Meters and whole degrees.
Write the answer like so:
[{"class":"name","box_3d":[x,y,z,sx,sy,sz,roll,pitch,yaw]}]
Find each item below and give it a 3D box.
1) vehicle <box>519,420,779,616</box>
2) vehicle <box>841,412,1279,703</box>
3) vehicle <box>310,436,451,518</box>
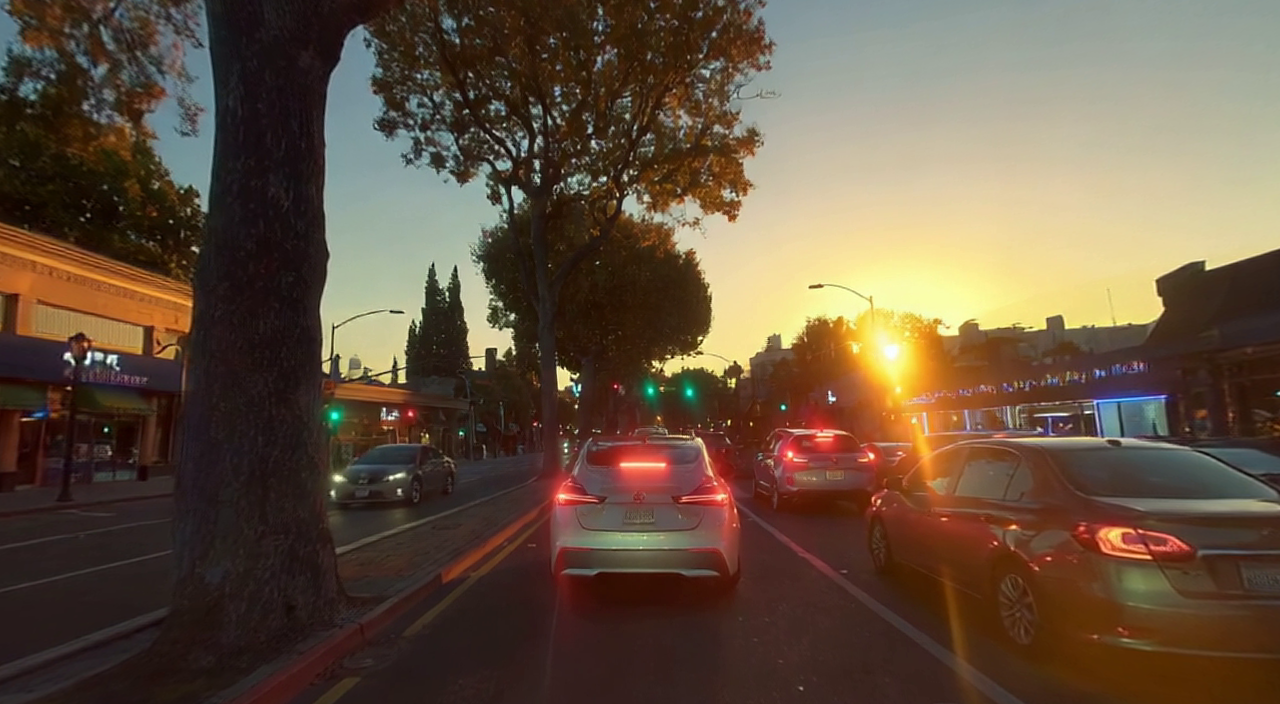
[{"class":"vehicle","box_3d":[0.057,1.553,6.720,2.006,1.487,3.535,0,-9,0]},{"class":"vehicle","box_3d":[3.392,1.374,5.398,1.988,1.480,4.195,0,-9,0]},{"class":"vehicle","box_3d":[-5.694,2.764,14.572,1.898,1.542,4.689,1,-9,-9]}]
